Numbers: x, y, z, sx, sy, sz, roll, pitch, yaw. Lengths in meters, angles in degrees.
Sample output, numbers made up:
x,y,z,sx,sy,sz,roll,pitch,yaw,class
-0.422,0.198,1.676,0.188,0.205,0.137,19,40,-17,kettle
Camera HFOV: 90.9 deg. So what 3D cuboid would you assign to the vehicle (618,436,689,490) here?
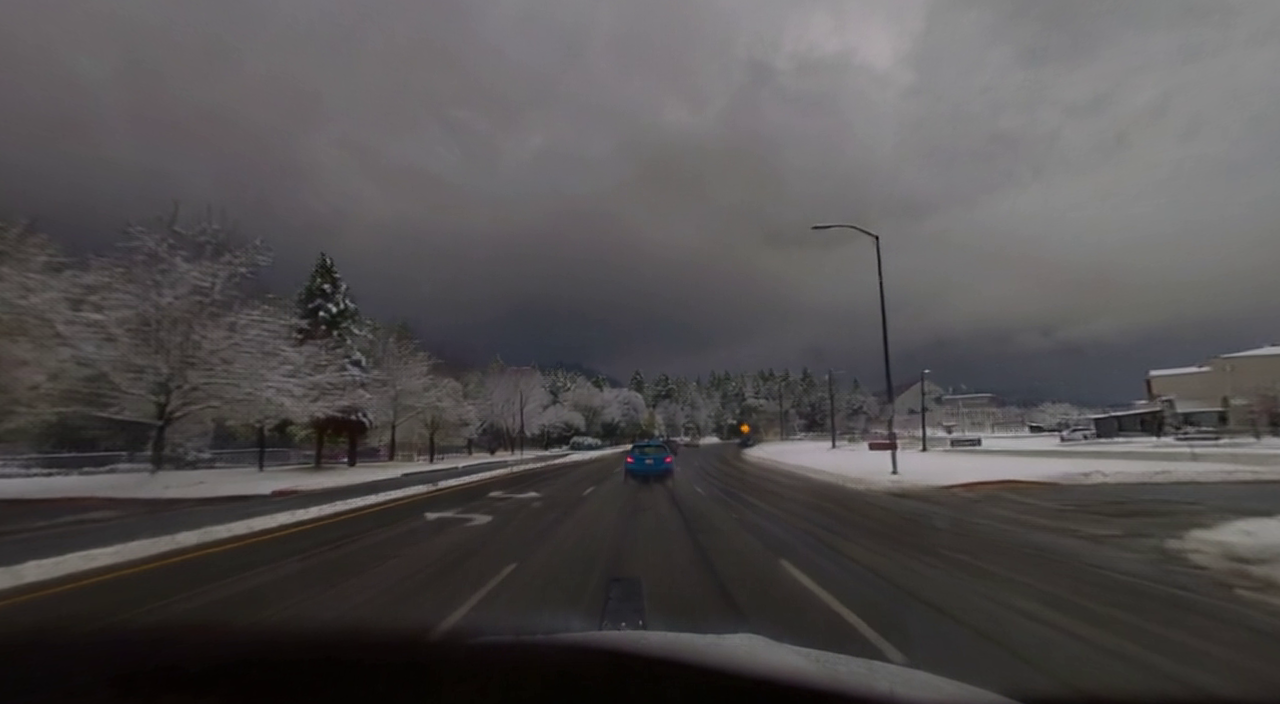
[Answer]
x,y,z,sx,sy,sz,roll,pitch,yaw,class
0.417,3.457,19.951,2.010,1.535,3.735,0,-8,1,vehicle
